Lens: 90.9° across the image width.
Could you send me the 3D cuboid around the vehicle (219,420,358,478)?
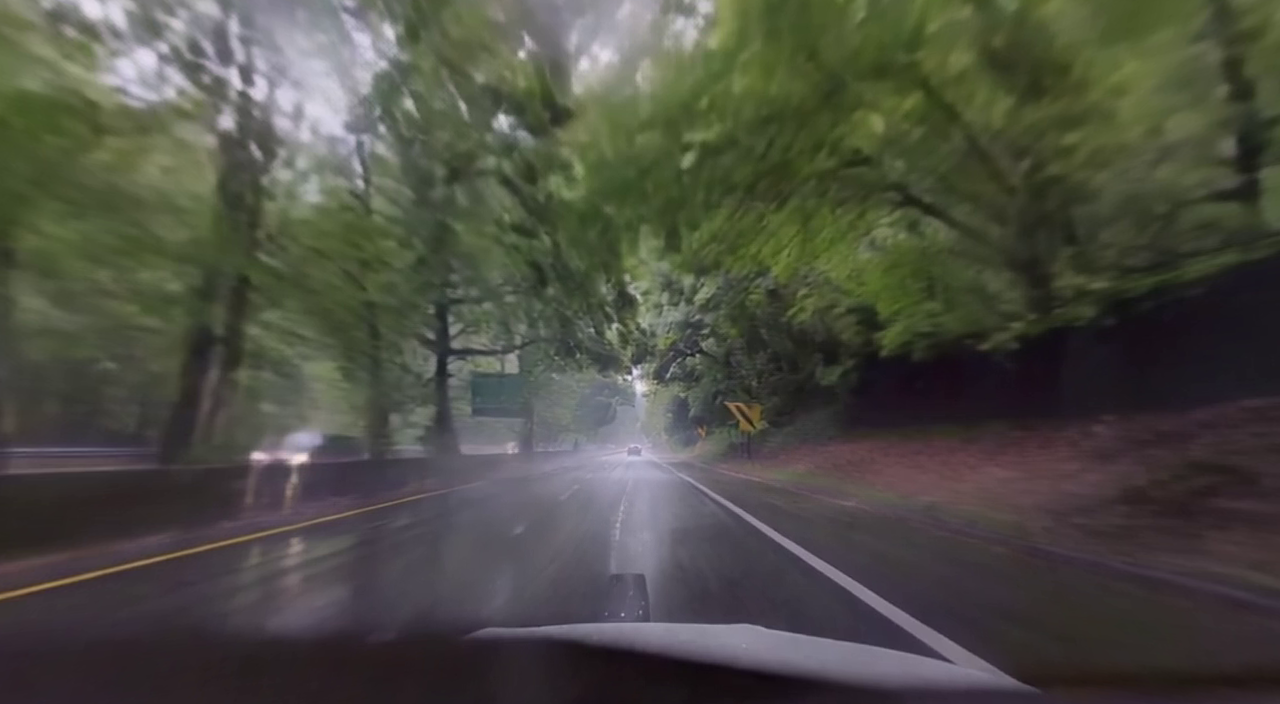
[{"bbox_3d":[-12.293,3.472,22.537,2.145,1.847,4.924,0,-9,0],"label":"vehicle"}]
